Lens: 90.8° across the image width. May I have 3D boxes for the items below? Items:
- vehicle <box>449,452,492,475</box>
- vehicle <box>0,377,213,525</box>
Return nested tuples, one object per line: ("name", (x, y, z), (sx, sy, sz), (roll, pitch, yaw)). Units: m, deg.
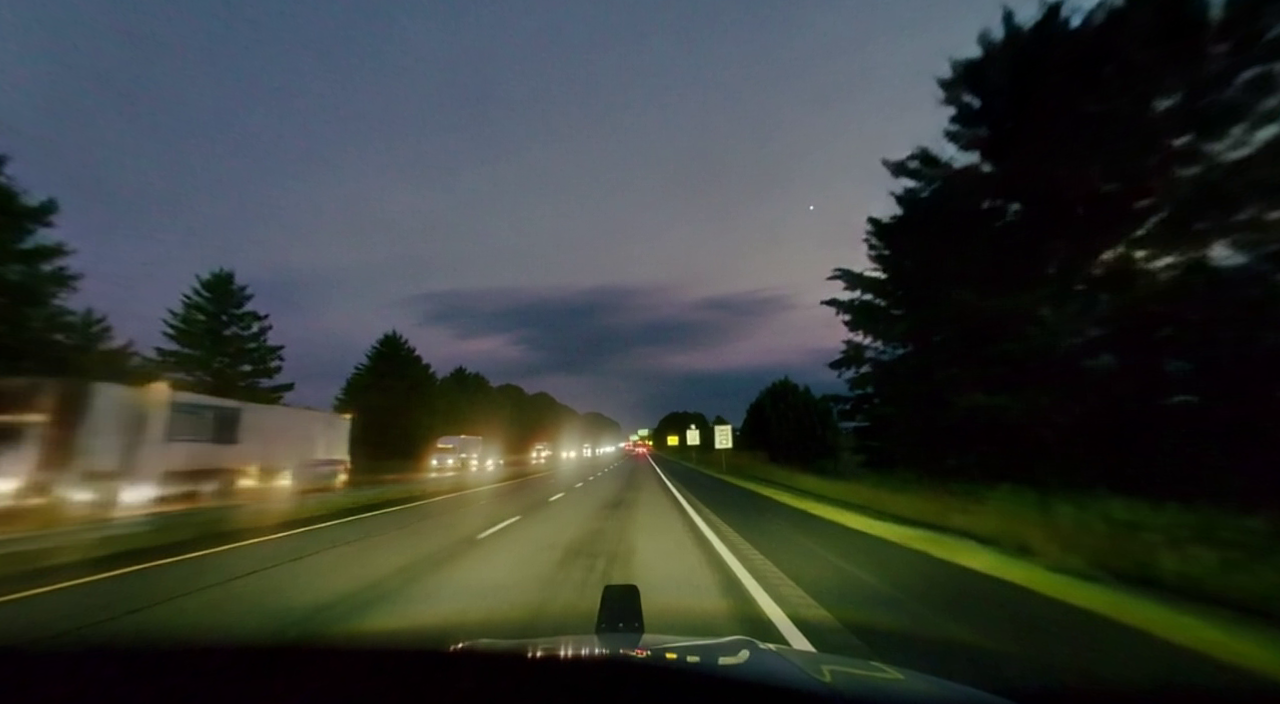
("vehicle", (-12.240, 8.065, 45.772), (1.903, 1.592, 4.451), (0, -9, 0))
("vehicle", (-17.044, 3.076, 19.746), (3.017, 3.899, 5.910), (0, -9, 0))
